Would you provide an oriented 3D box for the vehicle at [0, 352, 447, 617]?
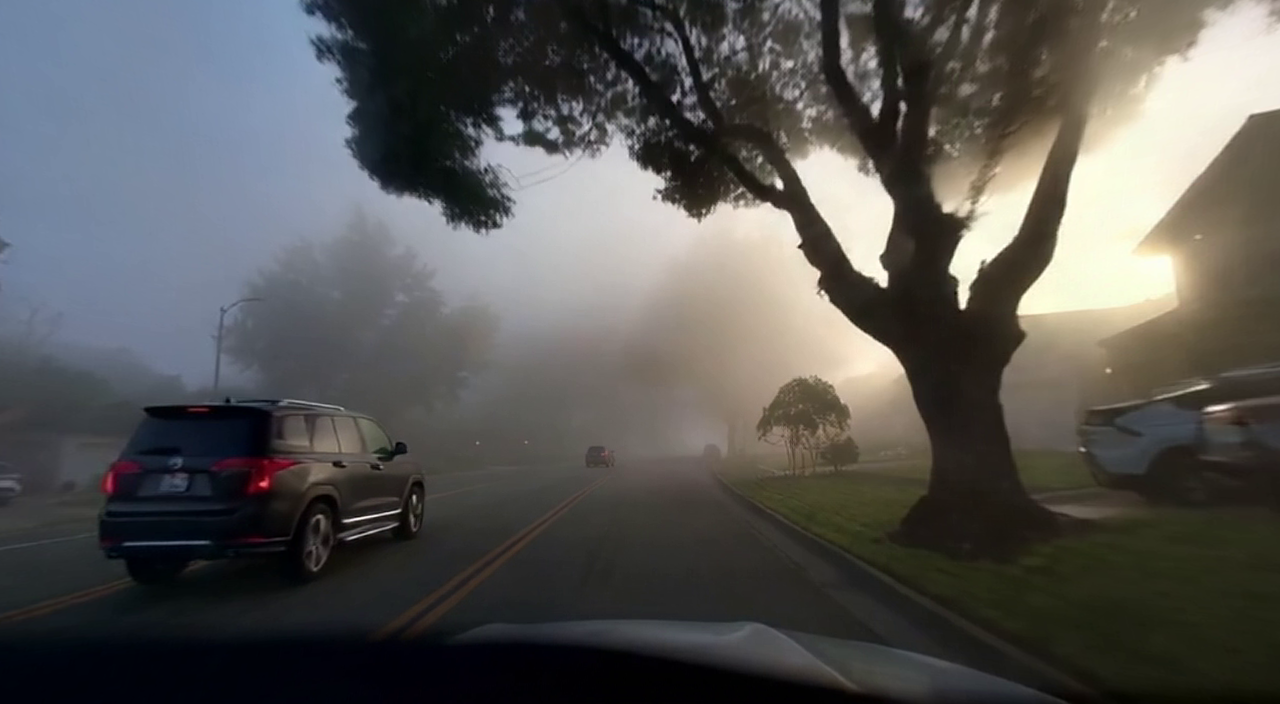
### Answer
[{"bbox_3d":[-4.171,1.417,7.614,2.085,2.084,5.133,0,-9,0],"label":"vehicle"}]

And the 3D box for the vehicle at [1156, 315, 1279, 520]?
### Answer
[{"bbox_3d":[8.801,0.611,6.005,5.492,1.923,2.103,-3,-9,22],"label":"vehicle"}]

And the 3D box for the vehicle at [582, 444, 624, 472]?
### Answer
[{"bbox_3d":[-2.287,6.670,40.093,2.001,1.664,4.174,-1,-9,6],"label":"vehicle"}]
